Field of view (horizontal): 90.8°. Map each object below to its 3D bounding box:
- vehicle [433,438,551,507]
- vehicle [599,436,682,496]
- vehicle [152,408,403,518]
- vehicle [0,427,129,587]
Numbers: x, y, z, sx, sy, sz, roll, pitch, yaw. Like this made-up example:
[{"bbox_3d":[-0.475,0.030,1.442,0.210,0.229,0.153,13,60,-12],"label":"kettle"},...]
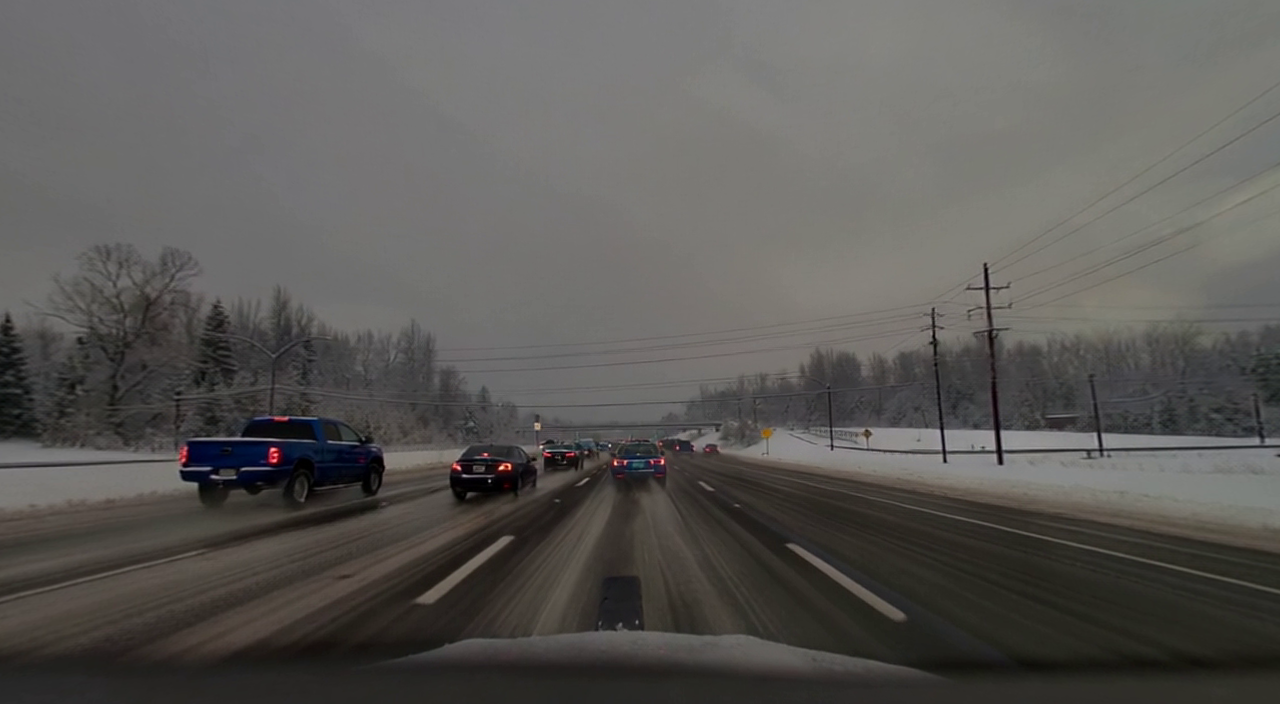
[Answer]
[{"bbox_3d":[-3.442,2.869,15.539,1.899,1.437,4.131,0,-8,0],"label":"vehicle"},{"bbox_3d":[-0.021,3.214,18.274,2.102,1.499,4.439,0,-8,-1],"label":"vehicle"},{"bbox_3d":[-7.512,2.388,14.100,2.194,1.922,5.637,0,-8,1],"label":"vehicle"},{"bbox_3d":[-6.876,1.297,4.881,1.900,1.461,4.706,0,-8,0],"label":"vehicle"}]
